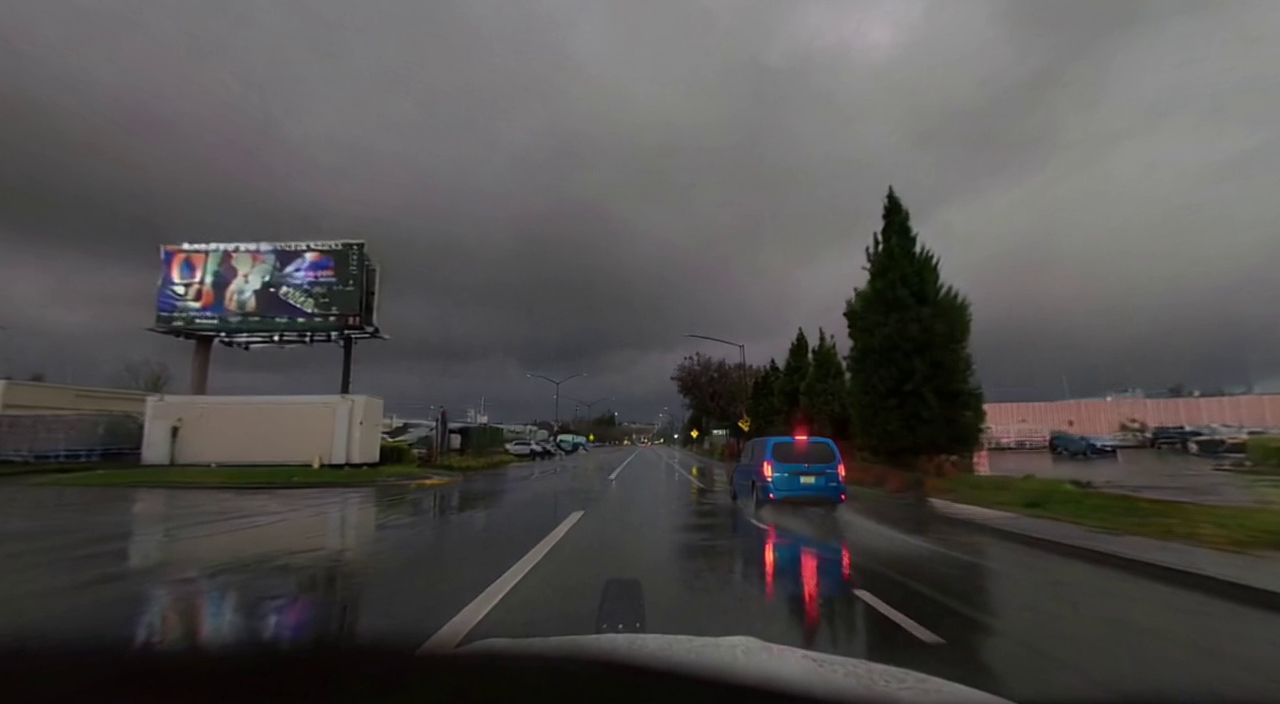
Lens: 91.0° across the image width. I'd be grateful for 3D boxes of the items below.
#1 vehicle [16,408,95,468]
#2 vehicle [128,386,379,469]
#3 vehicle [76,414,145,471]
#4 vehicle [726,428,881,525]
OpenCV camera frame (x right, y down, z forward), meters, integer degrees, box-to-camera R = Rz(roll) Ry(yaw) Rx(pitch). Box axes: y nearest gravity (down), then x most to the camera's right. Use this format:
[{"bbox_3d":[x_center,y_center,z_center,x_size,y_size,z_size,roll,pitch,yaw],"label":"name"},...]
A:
[{"bbox_3d":[-42.363,6.343,45.946,2.814,3.937,8.351,6,-10,-35],"label":"vehicle"},{"bbox_3d":[-19.821,4.000,32.909,10.797,4.039,3.044,1,-9,-1],"label":"vehicle"},{"bbox_3d":[-33.926,5.849,40.578,2.841,3.355,7.180,7,-11,-37],"label":"vehicle"},{"bbox_3d":[3.433,2.730,14.413,2.202,1.822,4.826,0,-9,0],"label":"vehicle"}]
